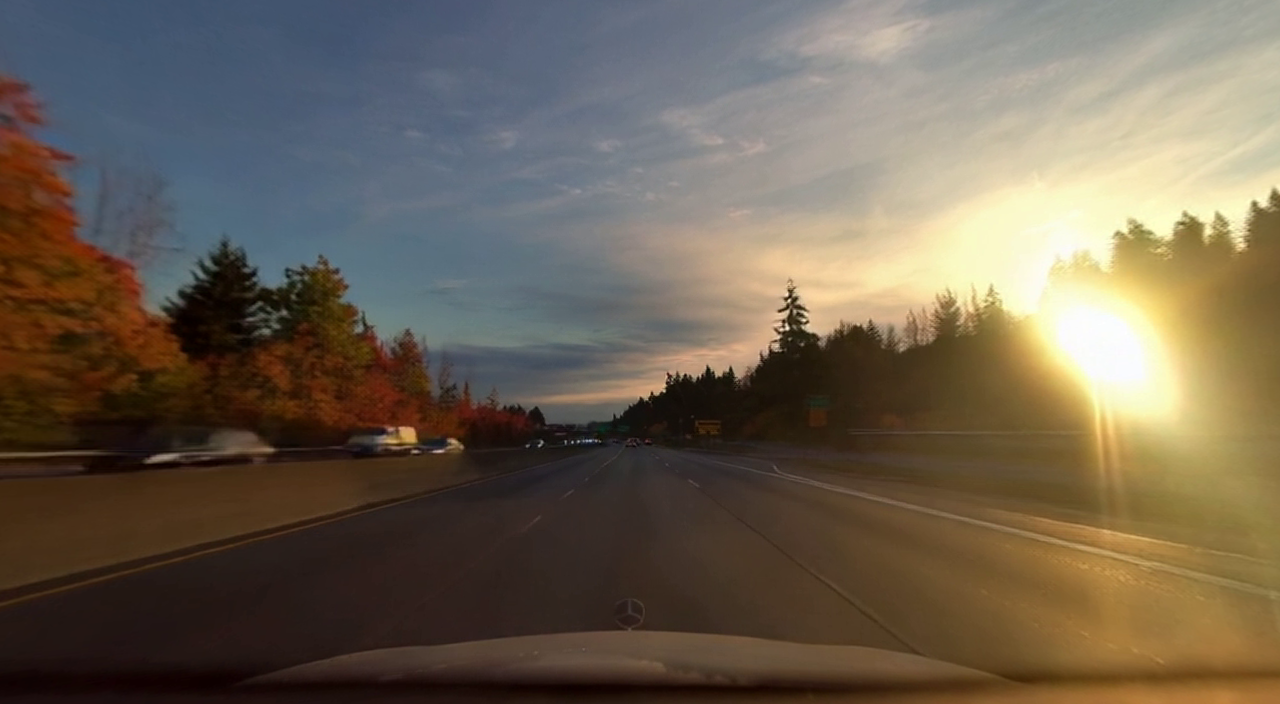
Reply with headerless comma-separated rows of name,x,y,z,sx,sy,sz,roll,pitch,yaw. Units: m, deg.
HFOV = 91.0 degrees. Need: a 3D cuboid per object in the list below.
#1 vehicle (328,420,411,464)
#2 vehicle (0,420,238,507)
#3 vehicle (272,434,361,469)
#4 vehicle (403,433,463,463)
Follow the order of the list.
vehicle,-15.030,5.056,35.323,2.385,2.253,4.845,0,-8,1
vehicle,-11.365,2.342,13.707,1.969,1.544,4.758,0,-8,1
vehicle,-14.995,4.625,29.434,1.818,1.470,4.393,0,-8,0
vehicle,-11.521,5.351,35.254,1.959,1.551,4.049,0,-8,0
